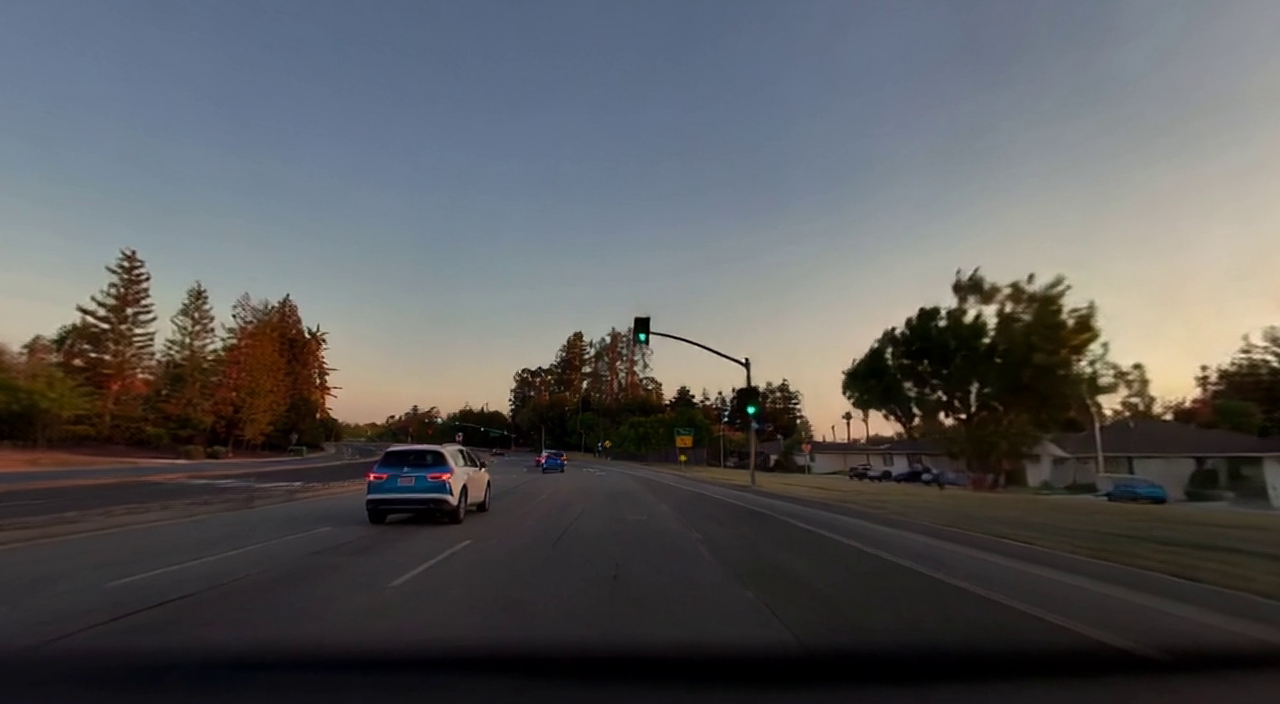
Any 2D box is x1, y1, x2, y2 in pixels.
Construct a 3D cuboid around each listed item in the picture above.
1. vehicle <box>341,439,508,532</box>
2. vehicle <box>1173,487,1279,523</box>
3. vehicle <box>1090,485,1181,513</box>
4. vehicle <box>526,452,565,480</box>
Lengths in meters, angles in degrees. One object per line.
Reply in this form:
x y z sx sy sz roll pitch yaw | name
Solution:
-4.298 2.714 13.559 2.098 1.613 4.606 0 -9 -2 | vehicle
35.179 9.112 37.904 1.791 1.703 4.779 2 -9 -7 | vehicle
34.364 10.174 43.970 1.815 1.463 4.876 3 -9 -11 | vehicle
-5.339 6.446 36.019 1.904 1.476 3.736 1 -9 -4 | vehicle
